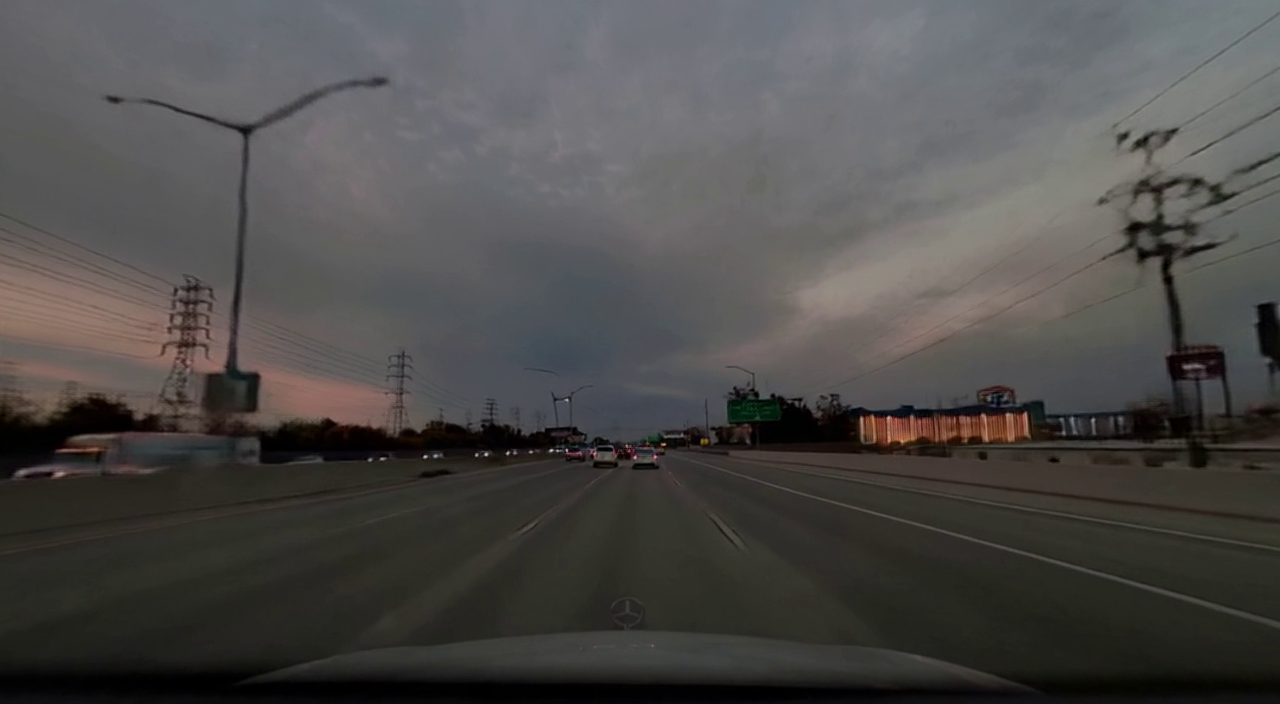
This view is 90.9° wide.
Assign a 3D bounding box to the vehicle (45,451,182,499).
[{"bbox_3d":[-16.581,3.847,20.080,1.440,1.339,3.287,-1,-9,2],"label":"vehicle"}]

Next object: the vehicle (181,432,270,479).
[{"bbox_3d":[-30.399,7.550,46.544,2.799,3.222,5.239,-1,-7,1],"label":"vehicle"}]

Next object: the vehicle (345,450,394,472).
[{"bbox_3d":[-20.388,8.196,47.658,1.865,1.501,3.752,-1,-8,3],"label":"vehicle"}]

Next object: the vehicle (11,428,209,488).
[{"bbox_3d":[-30.329,6.110,36.987,3.093,3.028,9.516,-1,-8,2],"label":"vehicle"}]

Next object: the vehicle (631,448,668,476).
[{"bbox_3d":[0.474,5.965,34.485,1.891,1.444,3.968,0,-8,0],"label":"vehicle"}]
